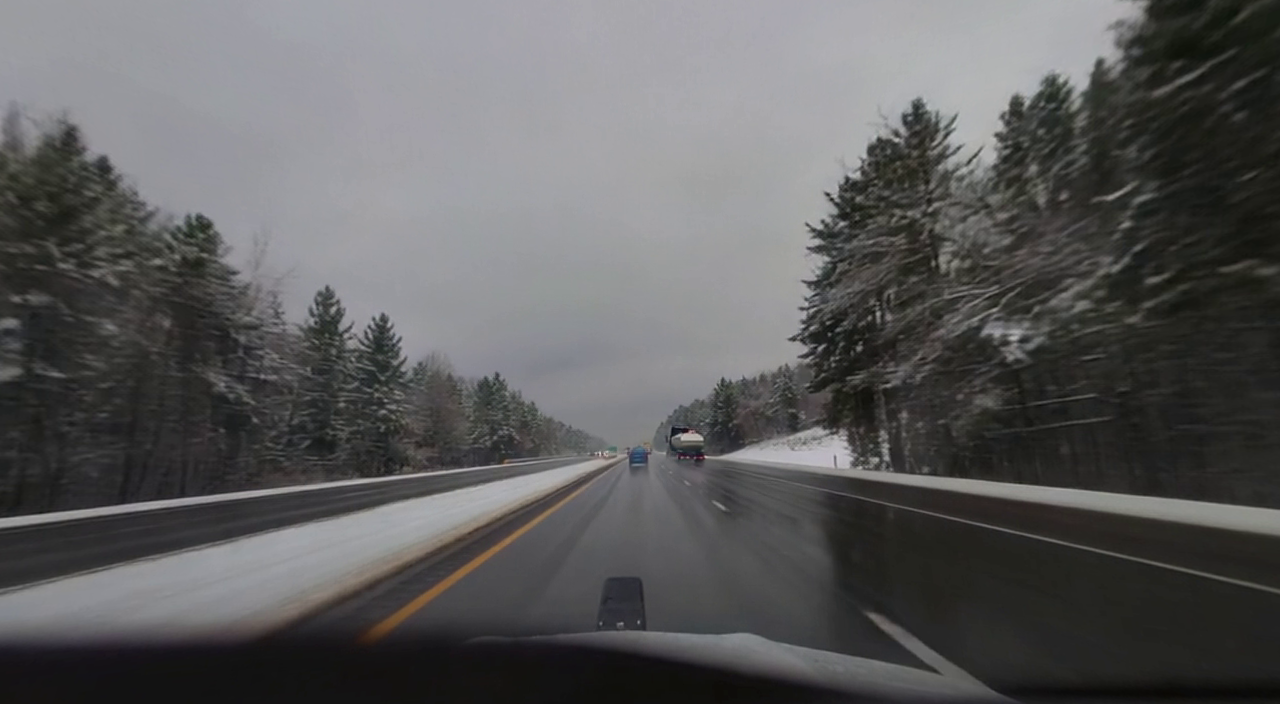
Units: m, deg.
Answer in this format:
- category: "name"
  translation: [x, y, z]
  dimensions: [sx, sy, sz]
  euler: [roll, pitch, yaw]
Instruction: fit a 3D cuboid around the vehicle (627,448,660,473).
- category: "vehicle"
  translation: [0.222, 6.630, 38.657]
  dimensions: [1.926, 1.386, 3.615]
  euler: [0, -9, 0]
